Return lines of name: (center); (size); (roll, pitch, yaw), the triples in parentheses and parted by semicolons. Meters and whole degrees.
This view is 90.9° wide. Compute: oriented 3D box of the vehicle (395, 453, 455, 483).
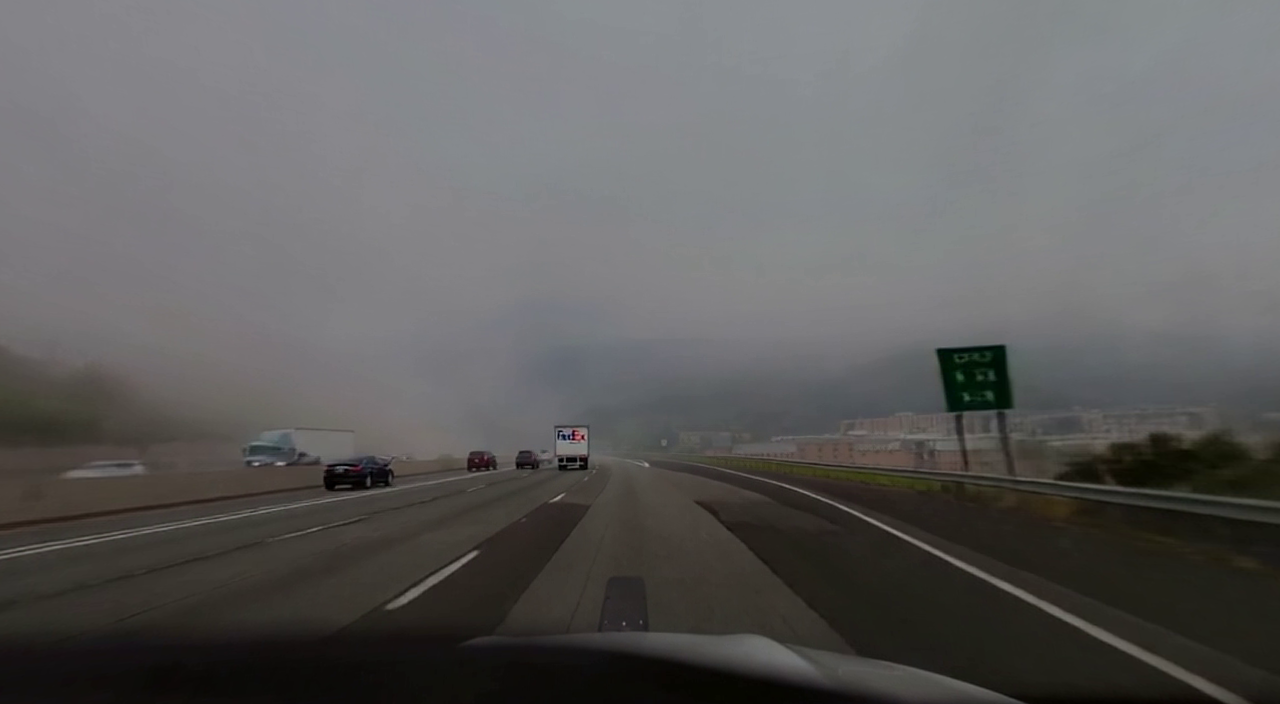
vehicle: (-11.922, 6.434, 35.252); (1.879, 1.431, 4.425); (0, -8, -1)

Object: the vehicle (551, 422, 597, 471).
vehicle: (-4.793, 7.038, 46.883); (2.798, 3.212, 7.573); (2, -8, -2)

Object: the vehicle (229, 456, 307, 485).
vehicle: (-21.443, 6.818, 36.601); (1.813, 1.448, 4.578); (0, -8, -1)

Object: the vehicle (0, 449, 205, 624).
vehicle: (-7.747, 2.015, 7.153); (2.294, 1.710, 4.436); (1, -8, 2)
